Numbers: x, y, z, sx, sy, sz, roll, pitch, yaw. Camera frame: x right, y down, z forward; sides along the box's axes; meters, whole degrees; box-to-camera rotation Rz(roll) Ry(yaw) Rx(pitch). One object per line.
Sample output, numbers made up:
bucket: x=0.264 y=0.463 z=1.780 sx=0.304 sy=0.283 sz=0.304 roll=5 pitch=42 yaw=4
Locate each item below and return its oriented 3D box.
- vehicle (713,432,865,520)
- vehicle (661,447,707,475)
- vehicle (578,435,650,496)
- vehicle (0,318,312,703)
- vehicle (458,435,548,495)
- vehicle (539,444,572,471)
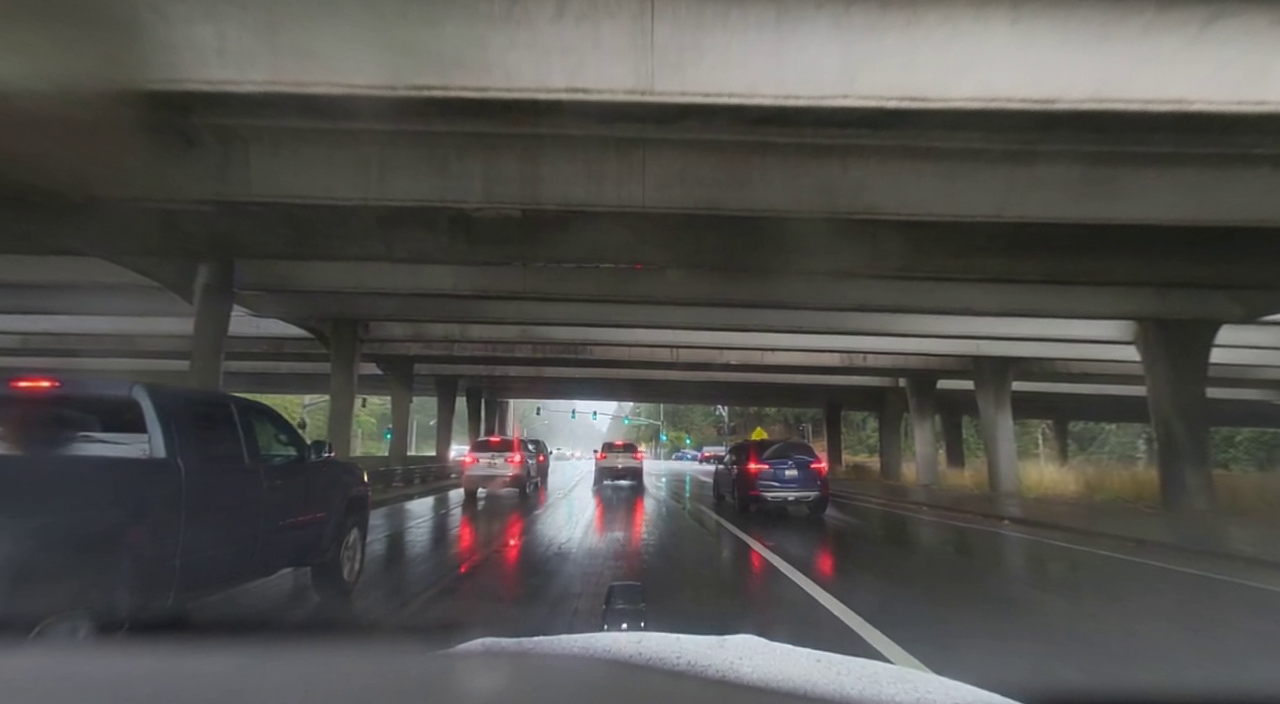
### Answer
vehicle: x=3.292 y=2.871 z=15.300 sx=2.234 sy=1.720 sz=5.378 roll=0 pitch=-8 yaw=-2
vehicle: x=2.444 y=6.193 z=36.099 sx=2.026 sy=1.457 sz=3.969 roll=1 pitch=-8 yaw=-5
vehicle: x=-0.818 y=3.557 z=20.120 sx=2.097 sy=1.748 sz=3.794 roll=0 pitch=-8 yaw=-2
vehicle: x=-3.677 y=0.789 z=2.704 sx=2.074 sy=1.814 sz=4.596 roll=0 pitch=-8 yaw=-1
vehicle: x=-4.255 y=3.578 z=20.313 sx=2.127 sy=1.720 sz=4.064 roll=0 pitch=-8 yaw=-2
vehicle: x=-5.325 y=6.691 z=40.085 sx=1.829 sy=1.614 sz=3.611 roll=1 pitch=-8 yaw=-4
